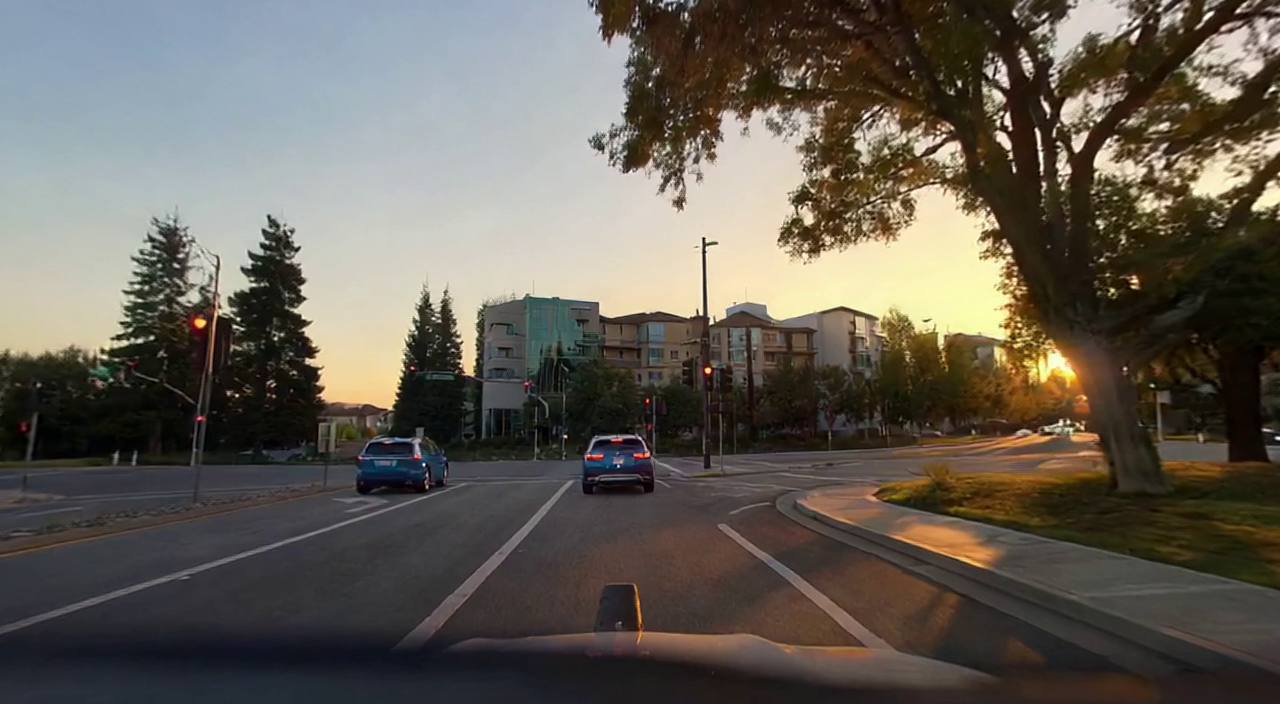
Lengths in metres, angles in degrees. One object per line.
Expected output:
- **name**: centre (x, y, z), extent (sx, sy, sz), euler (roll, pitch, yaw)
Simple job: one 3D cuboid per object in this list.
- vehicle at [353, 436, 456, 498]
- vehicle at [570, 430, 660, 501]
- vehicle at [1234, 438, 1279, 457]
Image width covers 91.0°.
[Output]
- **vehicle**: centre (-7.112, 3.491, 19.512), extent (2.020, 1.695, 4.187), euler (1, -9, -7)
- **vehicle**: centre (-0.803, 3.023, 17.190), extent (2.154, 1.670, 4.140), euler (1, -9, -6)
- **vehicle**: centre (49.492, 7.507, 49.370), extent (3.654, 1.439, 1.900), euler (-1, -9, 5)
